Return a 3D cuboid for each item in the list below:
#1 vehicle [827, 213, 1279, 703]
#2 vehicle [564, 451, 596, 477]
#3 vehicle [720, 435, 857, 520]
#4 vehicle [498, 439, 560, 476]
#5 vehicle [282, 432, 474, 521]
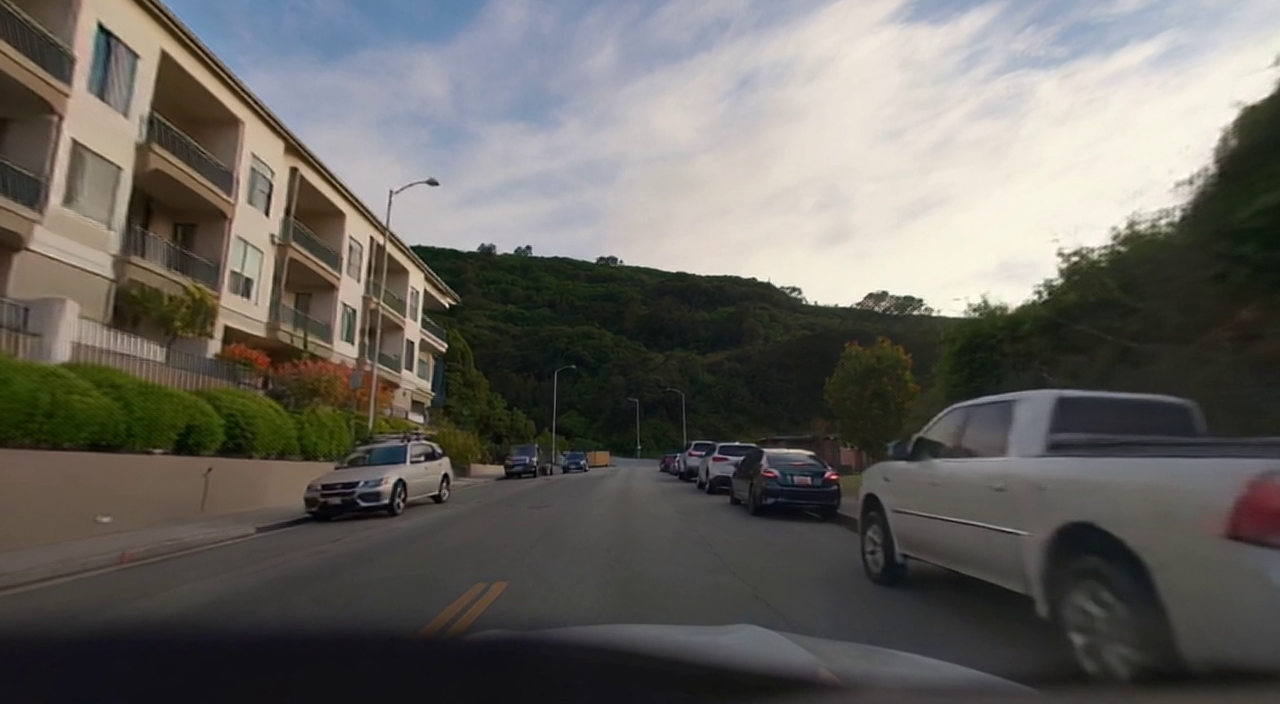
[{"bbox_3d":[3.478,0.957,4.562,2.482,2.184,5.383,0,-9,-1],"label":"vehicle"},{"bbox_3d":[-3.721,7.107,39.773,1.856,1.474,4.522,0,-11,-3],"label":"vehicle"},{"bbox_3d":[3.124,2.745,14.320,1.926,1.602,4.433,0,-9,-1],"label":"vehicle"},{"bbox_3d":[-6.557,6.454,37.872,2.692,1.949,5.948,0,-12,-1],"label":"vehicle"},{"bbox_3d":[-6.282,3.054,16.137,2.374,1.843,5.638,0,-9,1],"label":"vehicle"}]
